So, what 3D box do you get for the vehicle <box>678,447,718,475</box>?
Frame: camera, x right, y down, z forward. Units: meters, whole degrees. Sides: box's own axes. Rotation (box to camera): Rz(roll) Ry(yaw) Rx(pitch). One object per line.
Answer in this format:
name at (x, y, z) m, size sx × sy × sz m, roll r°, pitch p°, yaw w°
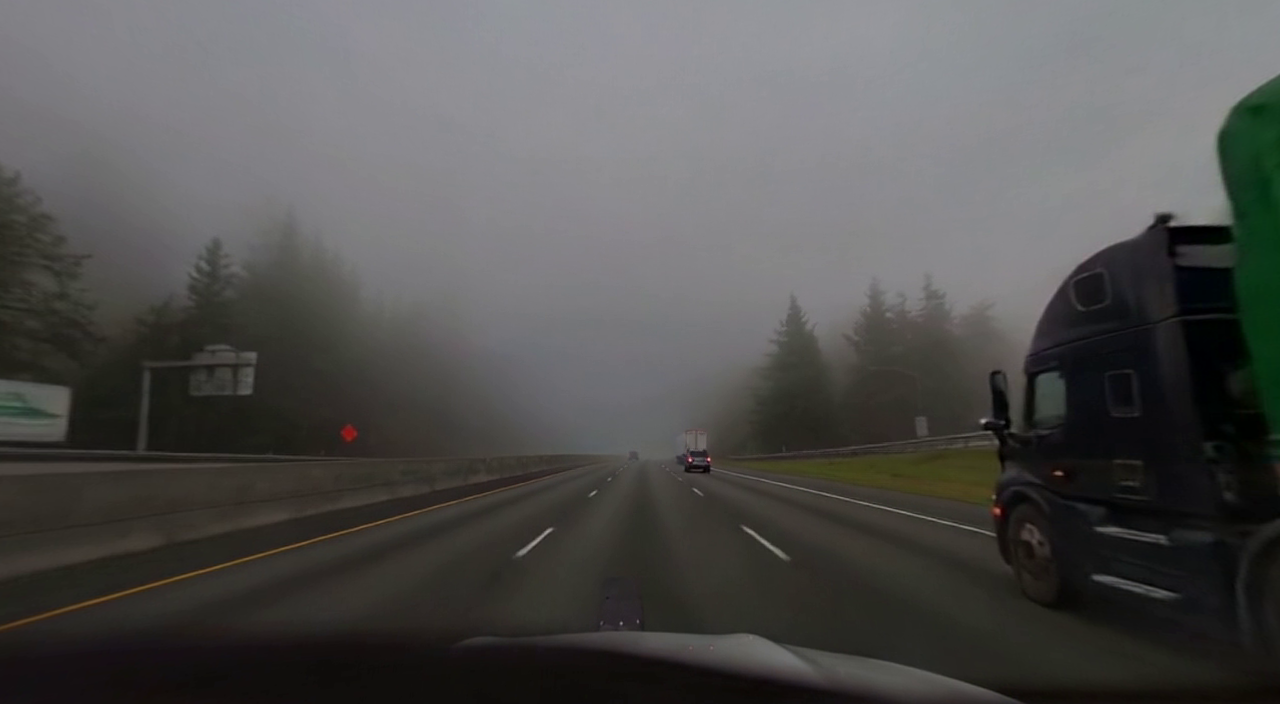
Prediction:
vehicle at (3.475, 6.587, 38.429) m, size 2.019 × 1.601 × 3.953 m, roll 0°, pitch -9°, yaw 0°
